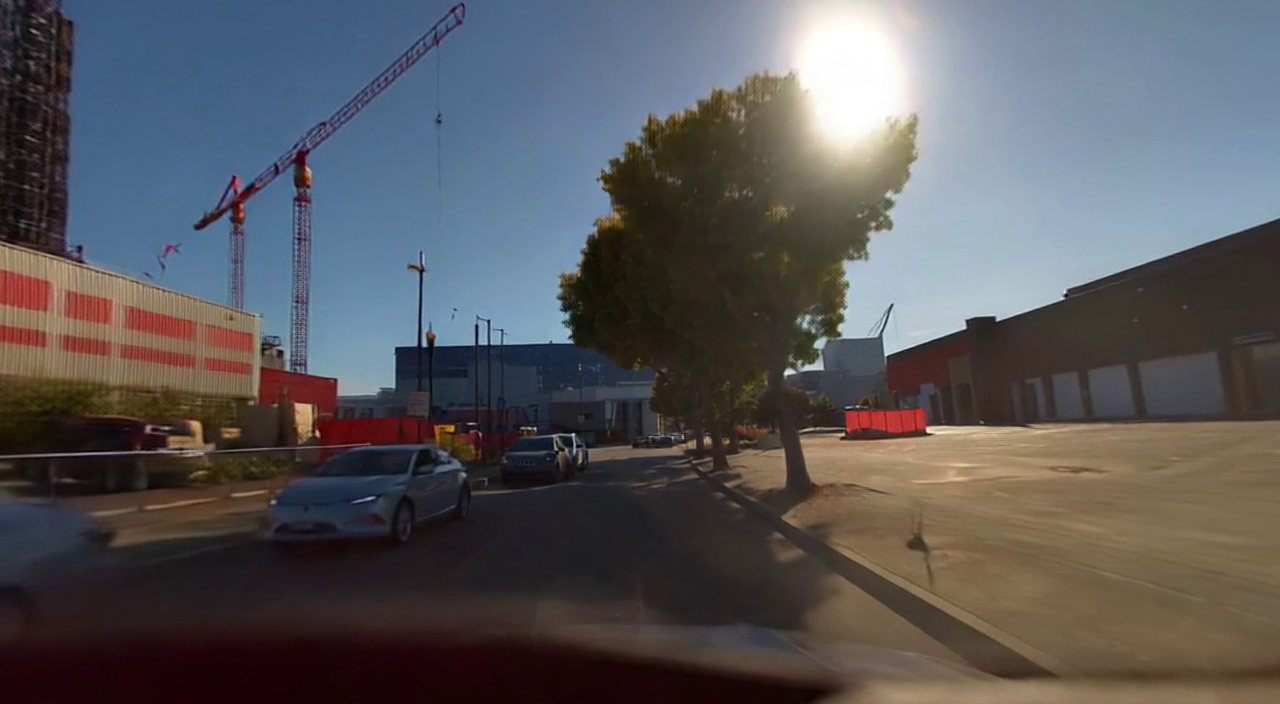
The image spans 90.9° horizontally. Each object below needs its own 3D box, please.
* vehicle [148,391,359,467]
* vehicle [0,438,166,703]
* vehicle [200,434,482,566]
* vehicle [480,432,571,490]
[{"bbox_3d":[-13.361,2.707,22.022,6.039,2.449,2.273,-1,-8,6],"label":"vehicle"},{"bbox_3d":[-4.117,0.972,1.843,1.996,1.411,4.370,-1,-8,1],"label":"vehicle"},{"bbox_3d":[-3.929,1.964,9.331,1.948,1.460,4.394,0,-8,1],"label":"vehicle"},{"bbox_3d":[-3.504,3.412,20.170,1.980,1.635,4.153,-1,-8,2],"label":"vehicle"}]
